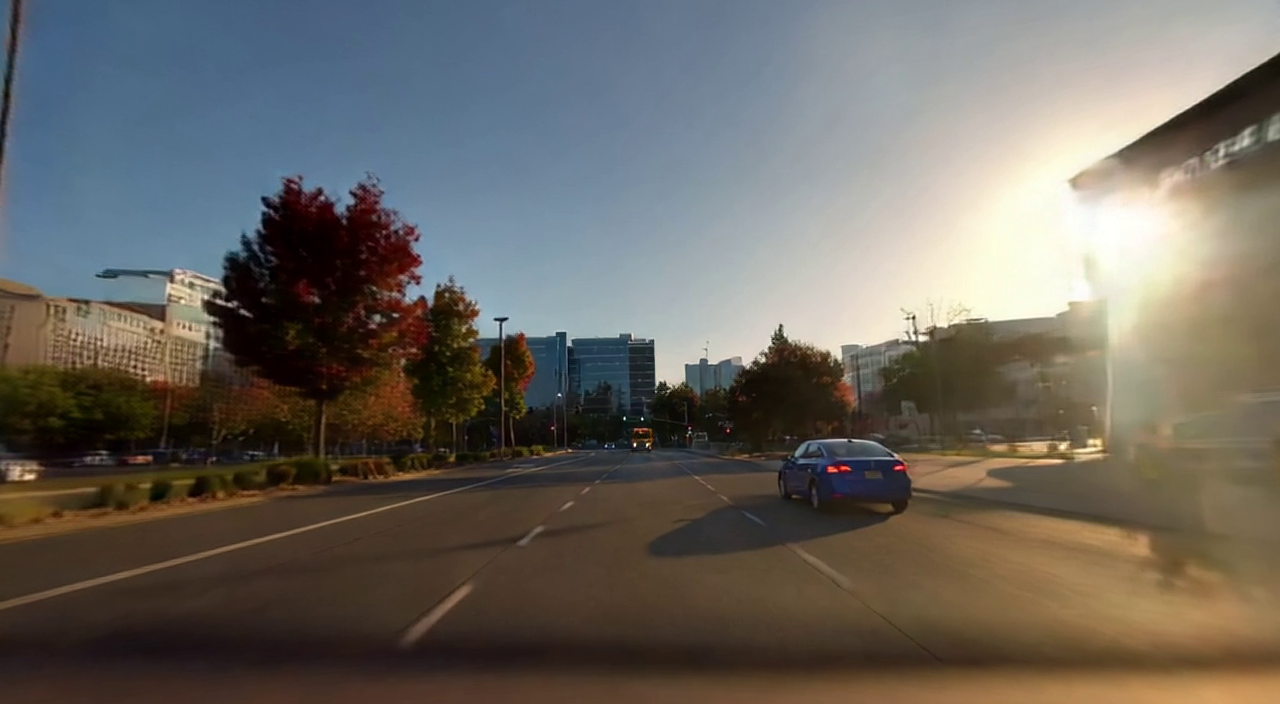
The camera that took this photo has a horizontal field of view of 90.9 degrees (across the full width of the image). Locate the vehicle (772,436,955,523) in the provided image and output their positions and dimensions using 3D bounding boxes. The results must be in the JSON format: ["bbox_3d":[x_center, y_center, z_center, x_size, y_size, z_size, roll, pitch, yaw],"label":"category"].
[{"bbox_3d":[4.267,2.488,13.010,2.005,1.442,4.675,0,-8,-1],"label":"vehicle"}]
